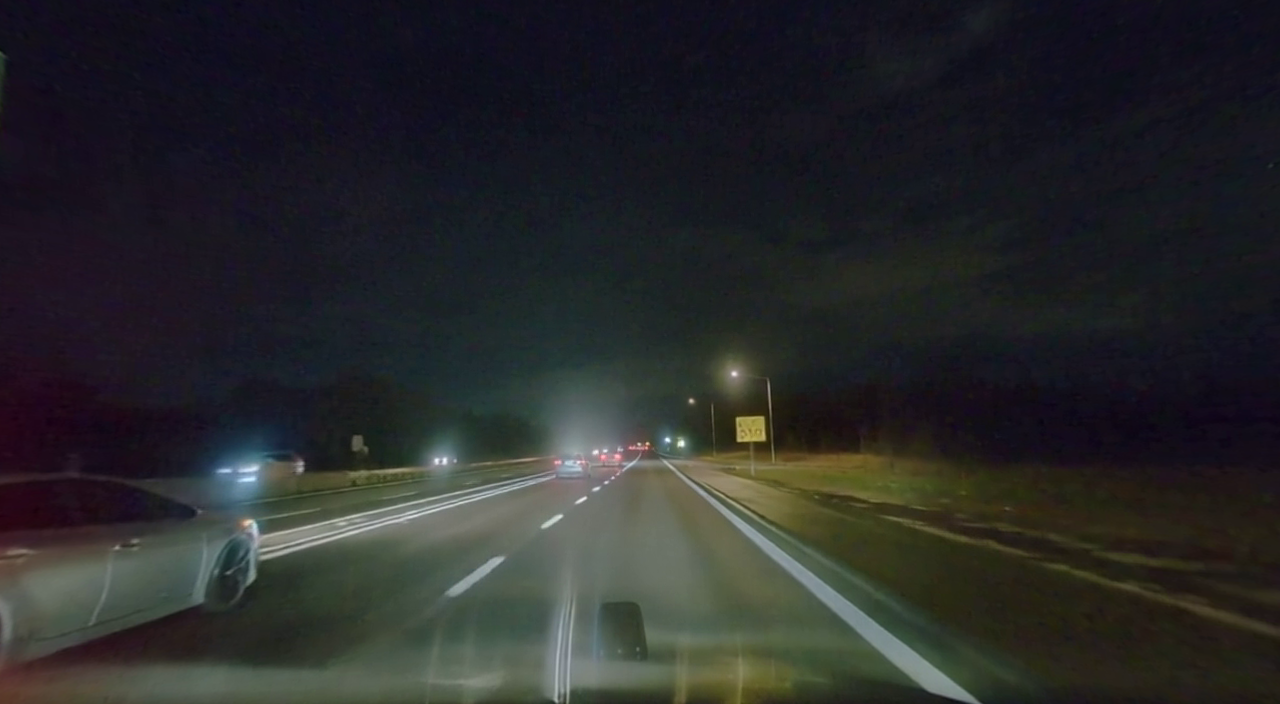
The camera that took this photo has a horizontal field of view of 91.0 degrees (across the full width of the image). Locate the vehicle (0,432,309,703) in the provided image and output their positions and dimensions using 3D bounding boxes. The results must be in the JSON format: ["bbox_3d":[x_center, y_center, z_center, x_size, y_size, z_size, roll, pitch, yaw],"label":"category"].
[{"bbox_3d":[-4.027,1.195,3.392,2.011,1.481,4.434,0,-9,1],"label":"vehicle"}]

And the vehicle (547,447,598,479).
[{"bbox_3d":[-3.411,5.763,32.830,2.044,1.527,4.607,0,-9,1],"label":"vehicle"}]
